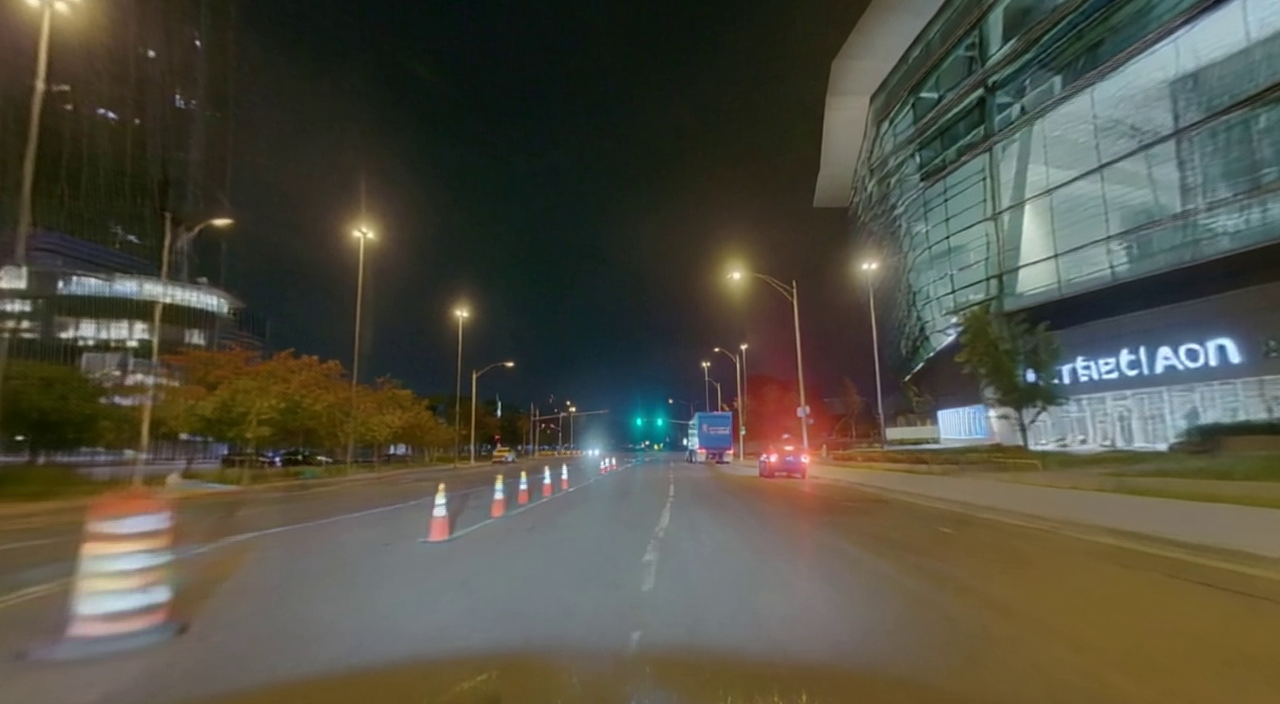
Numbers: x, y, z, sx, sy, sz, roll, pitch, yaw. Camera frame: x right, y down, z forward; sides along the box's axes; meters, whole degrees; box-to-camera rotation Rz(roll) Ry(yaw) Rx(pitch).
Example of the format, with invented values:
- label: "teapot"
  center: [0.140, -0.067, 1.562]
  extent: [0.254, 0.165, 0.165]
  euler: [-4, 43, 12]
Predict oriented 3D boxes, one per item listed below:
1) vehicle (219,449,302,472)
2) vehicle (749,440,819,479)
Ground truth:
- label: "vehicle"
  center: [-25.268, 7.206, 42.184]
  extent: [4.237, 1.490, 1.901]
  euler: [0, -8, -1]
- label: "vehicle"
  center: [6.441, 4.856, 28.861]
  extent: [2.098, 1.619, 4.433]
  euler: [0, -8, -1]
